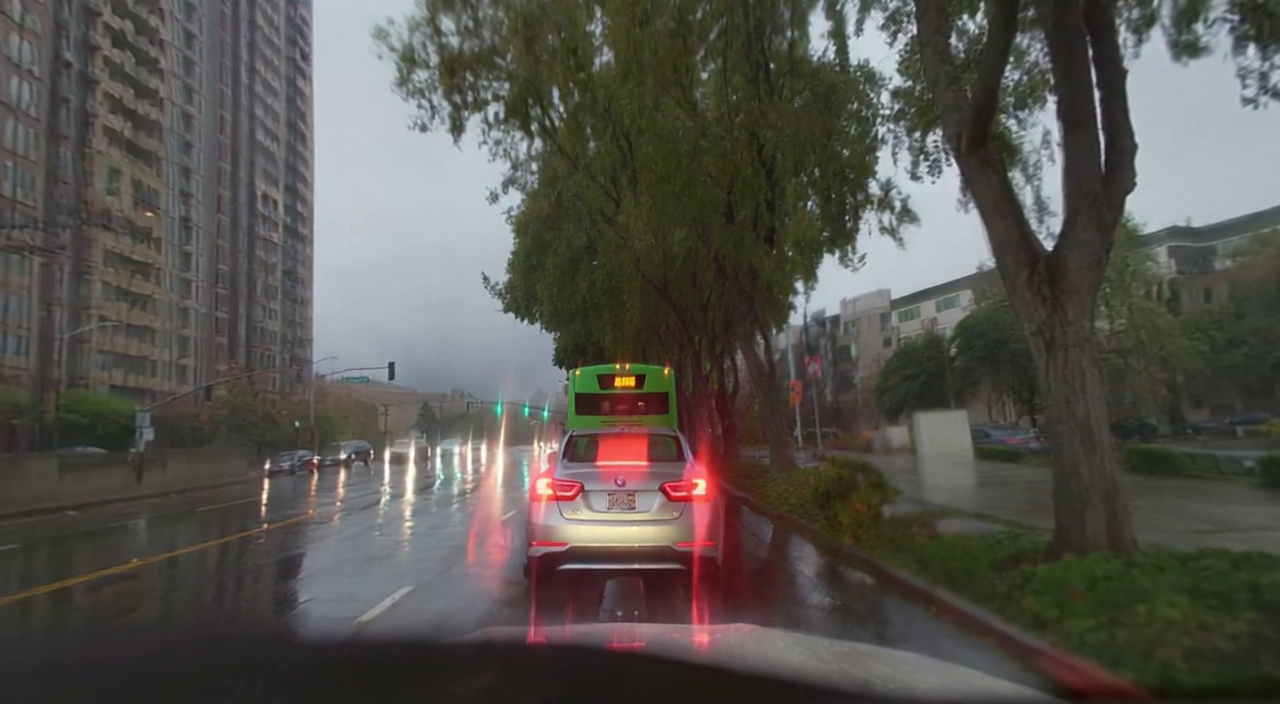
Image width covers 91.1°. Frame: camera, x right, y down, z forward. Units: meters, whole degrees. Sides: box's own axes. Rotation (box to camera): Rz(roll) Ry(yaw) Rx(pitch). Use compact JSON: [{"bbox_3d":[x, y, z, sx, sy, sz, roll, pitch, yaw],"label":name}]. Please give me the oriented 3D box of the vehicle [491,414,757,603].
[{"bbox_3d":[-0.171,1.482,6.933,2.064,1.452,3.942,0,-8,-1],"label":"vehicle"}]
